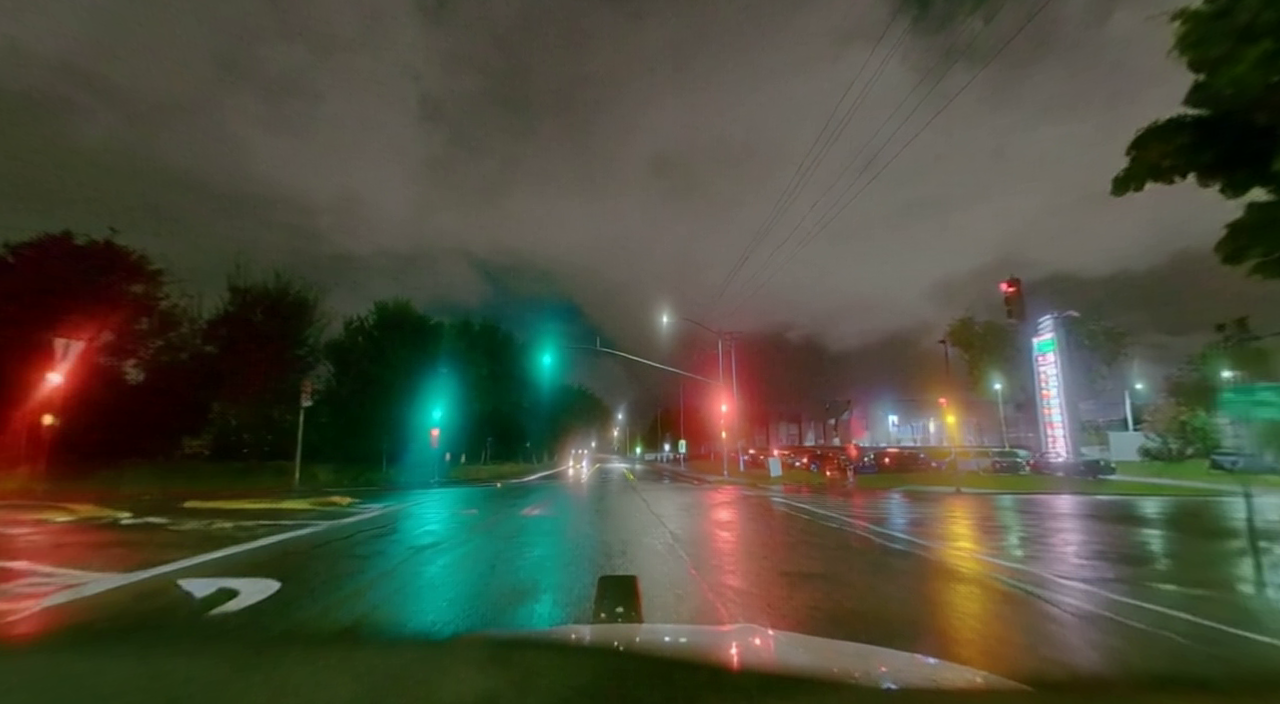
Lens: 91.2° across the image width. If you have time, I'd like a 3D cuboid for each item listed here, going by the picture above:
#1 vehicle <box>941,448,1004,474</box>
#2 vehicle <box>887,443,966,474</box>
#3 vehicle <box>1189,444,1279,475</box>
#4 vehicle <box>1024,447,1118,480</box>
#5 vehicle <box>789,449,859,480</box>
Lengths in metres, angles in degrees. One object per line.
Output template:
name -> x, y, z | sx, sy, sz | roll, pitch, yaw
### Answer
vehicle -> 20.502, 6.713, 38.807 | 1.923, 1.463, 3.758 | 0, -7, 2
vehicle -> 15.711, 5.795, 34.300 | 4.522, 1.546, 1.941 | 7, -11, -37
vehicle -> 27.945, 5.008, 29.277 | 1.591, 1.332, 3.202 | -1, -10, 0
vehicle -> 19.936, 5.125, 29.170 | 1.851, 1.388, 3.475 | 0, -8, 0
vehicle -> 9.959, 5.993, 33.720 | 1.955, 1.508, 4.295 | -7, -11, 40
